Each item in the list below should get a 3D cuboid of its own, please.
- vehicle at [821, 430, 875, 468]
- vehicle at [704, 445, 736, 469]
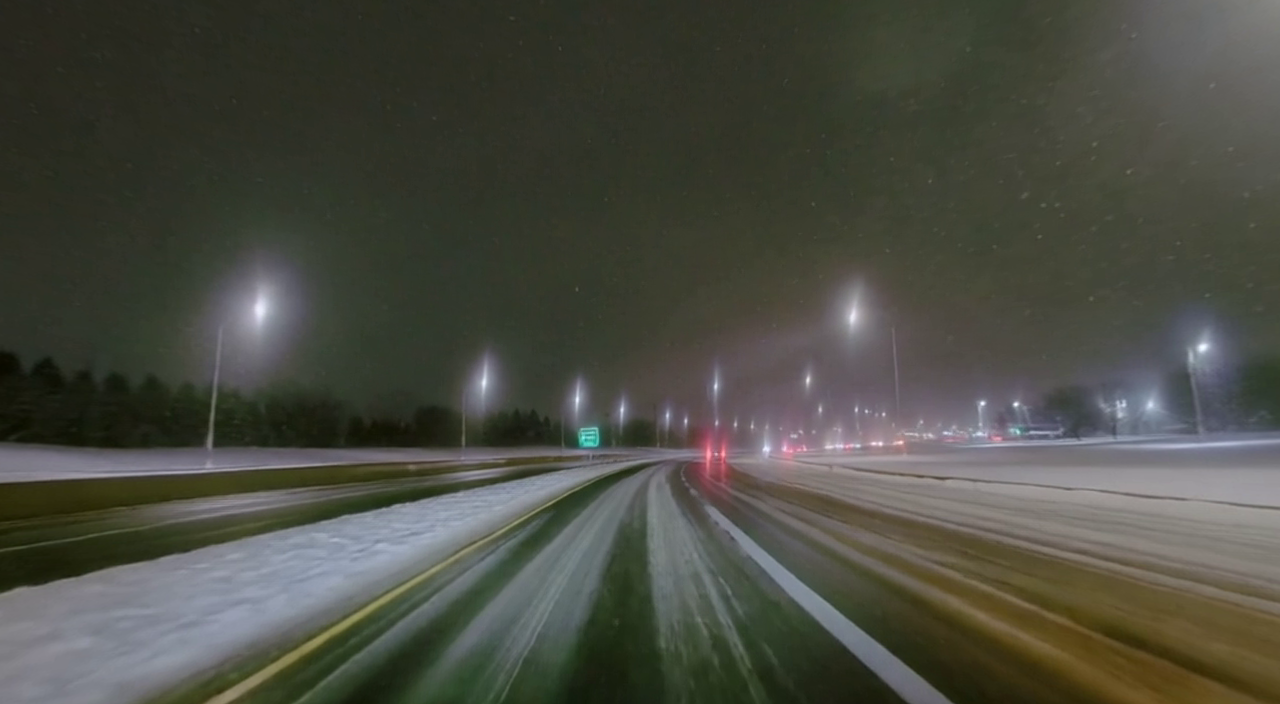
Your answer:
[{"bbox_3d":[14.271,6.681,43.568,3.055,2.511,2.572,-2,-9,8],"label":"vehicle"},{"bbox_3d":[5.376,7.098,42.958,1.874,1.506,4.116,-1,-8,3],"label":"vehicle"}]
